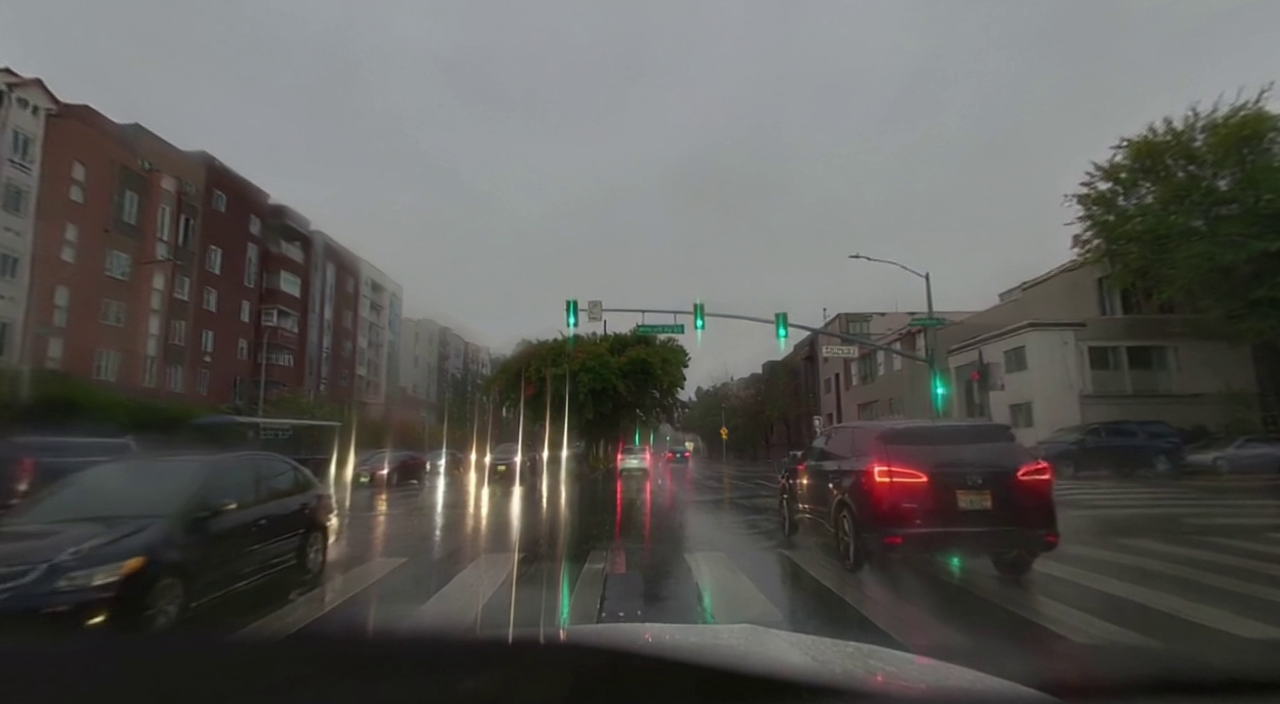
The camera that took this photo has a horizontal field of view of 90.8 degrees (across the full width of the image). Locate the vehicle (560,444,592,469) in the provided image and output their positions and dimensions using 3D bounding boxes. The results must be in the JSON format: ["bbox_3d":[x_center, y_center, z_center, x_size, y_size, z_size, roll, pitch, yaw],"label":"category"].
[{"bbox_3d":[-4.953,8.102,49.358,2.009,1.837,5.590,0,-8,-1],"label":"vehicle"}]

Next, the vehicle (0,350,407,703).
[{"bbox_3d":[-3.550,1.246,5.178,2.031,1.873,4.581,1,-8,-7],"label":"vehicle"}]

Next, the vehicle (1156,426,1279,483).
[{"bbox_3d":[17.784,2.883,17.989,4.440,1.504,2.216,1,-8,-7],"label":"vehicle"}]

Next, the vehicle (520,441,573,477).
[{"bbox_3d":[-5.102,5.877,35.081,2.275,1.816,4.923,0,-8,-1],"label":"vehicle"}]

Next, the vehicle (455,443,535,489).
[{"bbox_3d":[-5.638,4.489,25.187,2.062,1.532,4.830,-2,-9,0],"label":"vehicle"}]

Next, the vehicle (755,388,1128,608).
[{"bbox_3d":[3.019,1.584,7.838,2.129,1.844,4.767,0,-8,-2],"label":"vehicle"}]

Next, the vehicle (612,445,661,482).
[{"bbox_3d":[-0.176,4.921,28.280,2.059,1.492,4.033,0,-8,-1],"label":"vehicle"}]
